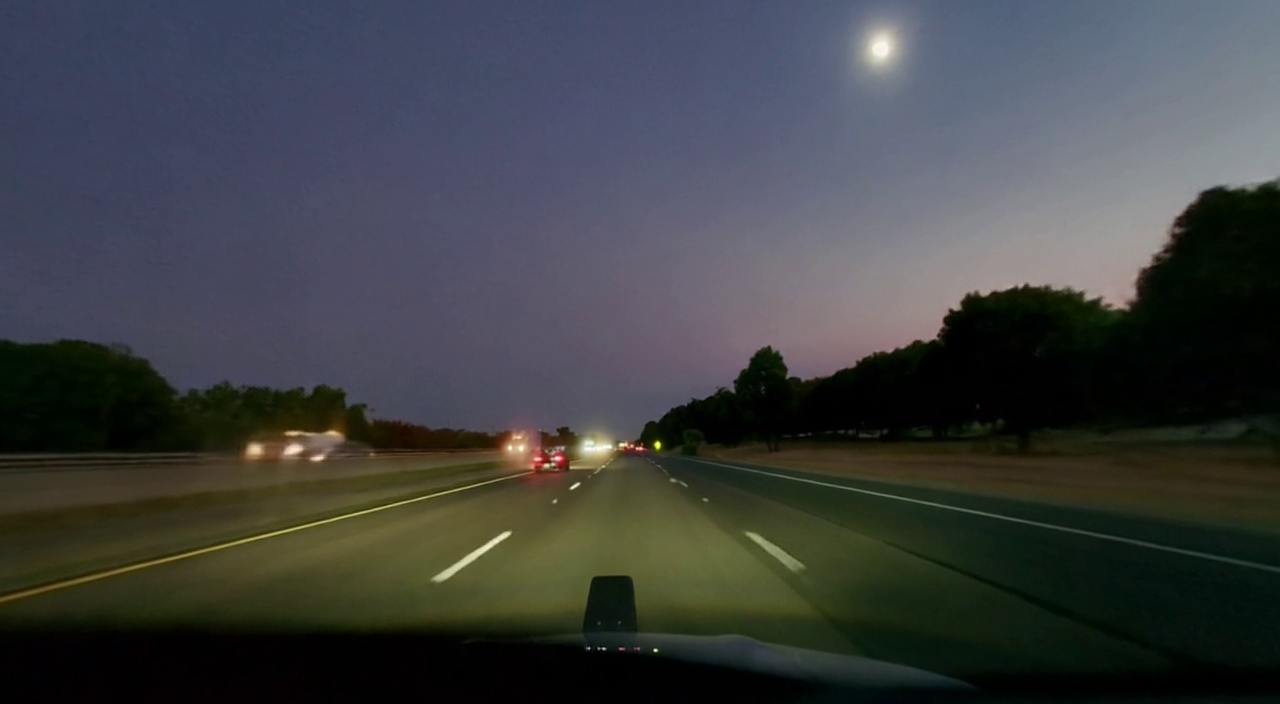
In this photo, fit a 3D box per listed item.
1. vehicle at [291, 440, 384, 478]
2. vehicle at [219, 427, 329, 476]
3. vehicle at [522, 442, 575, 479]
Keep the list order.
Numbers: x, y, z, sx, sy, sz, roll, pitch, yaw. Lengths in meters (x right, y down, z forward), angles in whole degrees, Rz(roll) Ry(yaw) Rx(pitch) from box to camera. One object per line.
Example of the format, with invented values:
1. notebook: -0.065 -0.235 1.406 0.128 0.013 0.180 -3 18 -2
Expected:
1. vehicle: -13.039 4.637 27.444 1.891 1.500 4.396 0 -9 -1
2. vehicle: -17.456 4.795 30.399 2.207 2.103 5.189 0 -9 -1
3. vehicle: -4.582 5.506 32.112 2.111 1.717 4.426 0 -9 -1
